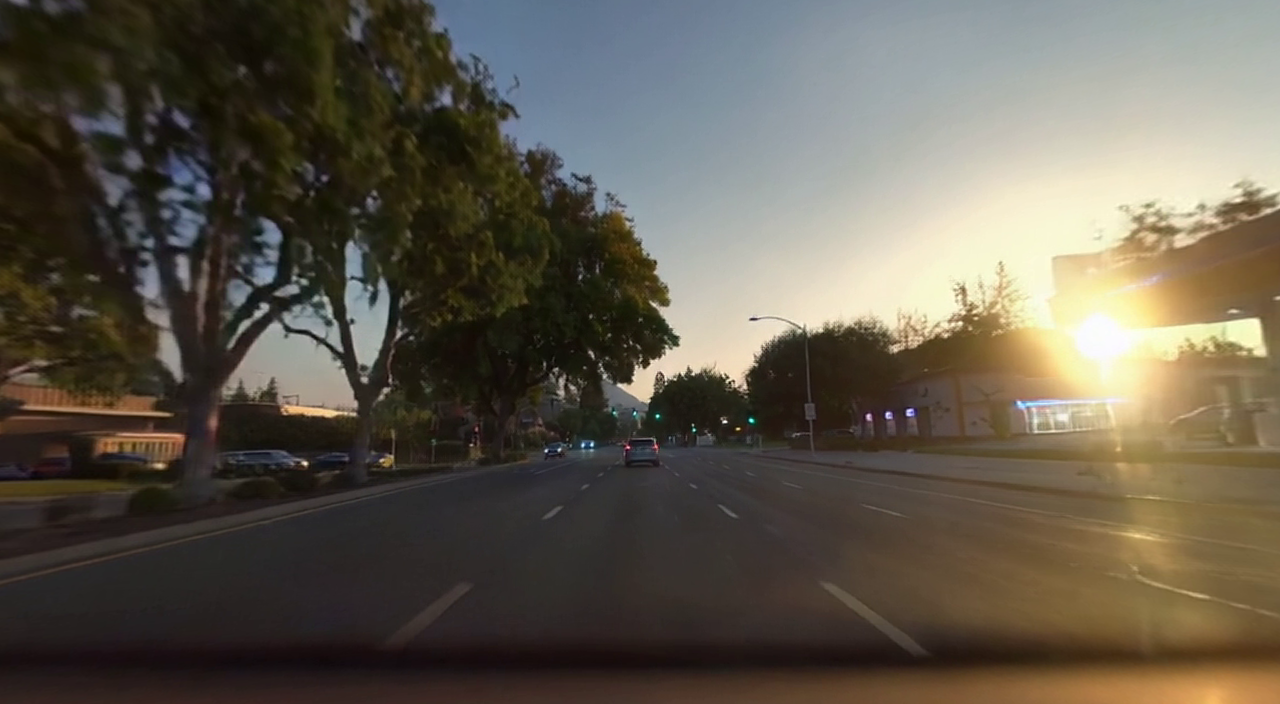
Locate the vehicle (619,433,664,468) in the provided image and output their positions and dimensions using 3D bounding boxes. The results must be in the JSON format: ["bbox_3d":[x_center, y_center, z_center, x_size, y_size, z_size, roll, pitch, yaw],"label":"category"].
[{"bbox_3d":[0.062,5.214,33.360,2.213,1.715,4.242,0,-8,-1],"label":"vehicle"}]

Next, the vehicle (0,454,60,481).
[{"bbox_3d":[-38.277,6.979,37.976,4.469,1.557,1.959,6,-10,-34],"label":"vehicle"}]

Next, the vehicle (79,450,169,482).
[{"bbox_3d":[-28.670,6.286,34.952,4.749,1.666,1.859,-4,-9,25],"label":"vehicle"}]
